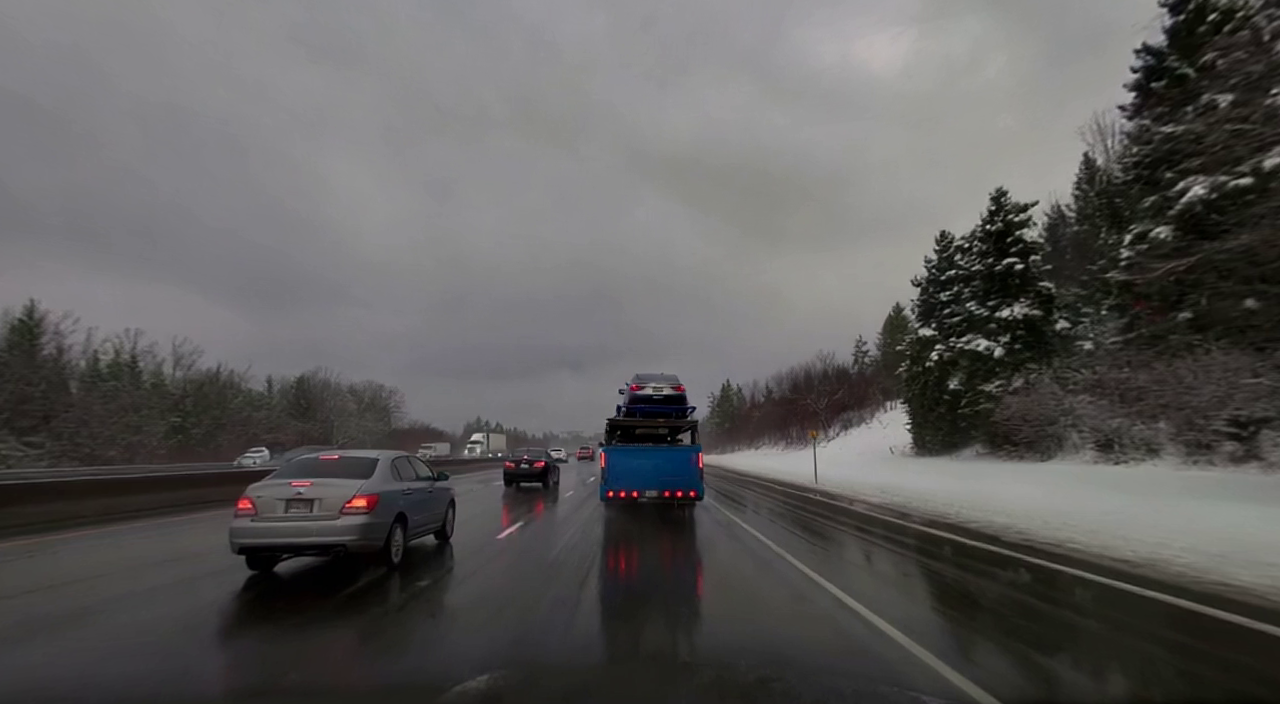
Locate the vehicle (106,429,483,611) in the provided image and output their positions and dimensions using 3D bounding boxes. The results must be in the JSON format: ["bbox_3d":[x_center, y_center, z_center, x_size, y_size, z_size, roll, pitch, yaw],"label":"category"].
[{"bbox_3d":[-3.376,1.704,7.229,2.149,1.497,3.753,0,-9,0],"label":"vehicle"}]

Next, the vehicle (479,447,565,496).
[{"bbox_3d":[-3.838,3.956,21.330,1.947,1.470,4.526,0,-9,1],"label":"vehicle"}]

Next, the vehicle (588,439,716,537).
[{"bbox_3d":[0.160,2.393,11.607,1.991,1.507,3.391,0,-9,-1],"label":"vehicle"}]
